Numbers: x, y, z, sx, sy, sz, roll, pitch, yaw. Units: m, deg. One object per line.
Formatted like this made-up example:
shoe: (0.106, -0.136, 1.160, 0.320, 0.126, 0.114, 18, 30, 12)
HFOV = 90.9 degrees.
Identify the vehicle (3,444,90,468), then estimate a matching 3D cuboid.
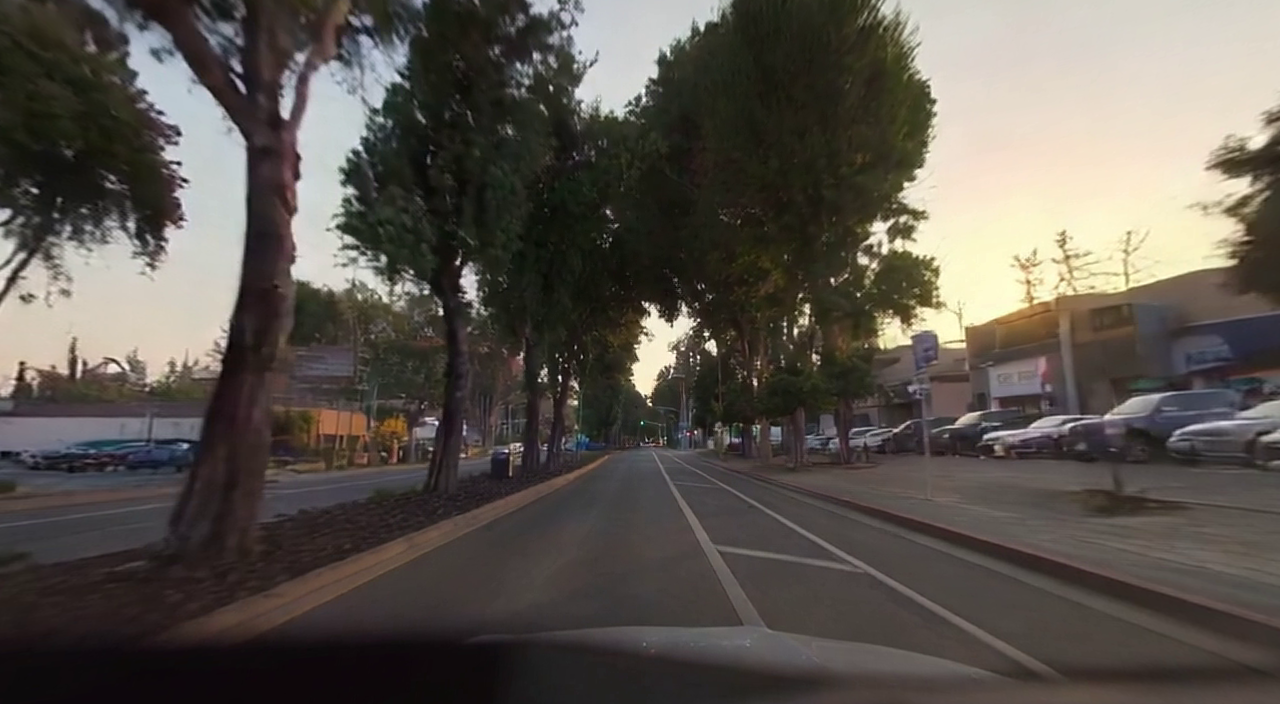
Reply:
vehicle: (-43.999, 7.731, 46.815, 4.359, 1.748, 1.976, 0, -8, -1)

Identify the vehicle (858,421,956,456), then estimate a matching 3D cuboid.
vehicle: (13.362, 4.332, 31.670, 3.953, 1.492, 1.921, -3, -7, -1)

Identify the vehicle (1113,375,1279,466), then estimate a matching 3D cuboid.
vehicle: (12.779, 1.428, 12.845, 4.469, 1.709, 2.098, 0, -8, 2)

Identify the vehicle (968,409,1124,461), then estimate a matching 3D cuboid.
vehicle: (12.934, 2.667, 20.247, 3.686, 1.428, 1.802, -3, -7, 0)

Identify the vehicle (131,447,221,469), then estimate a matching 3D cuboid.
vehicle: (-30.719, 6.996, 41.775, 4.448, 1.430, 1.888, 0, -8, 1)

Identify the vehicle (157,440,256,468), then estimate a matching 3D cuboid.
vehicle: (-30.722, 7.251, 44.796, 5.435, 1.920, 2.245, 0, -8, 3)
